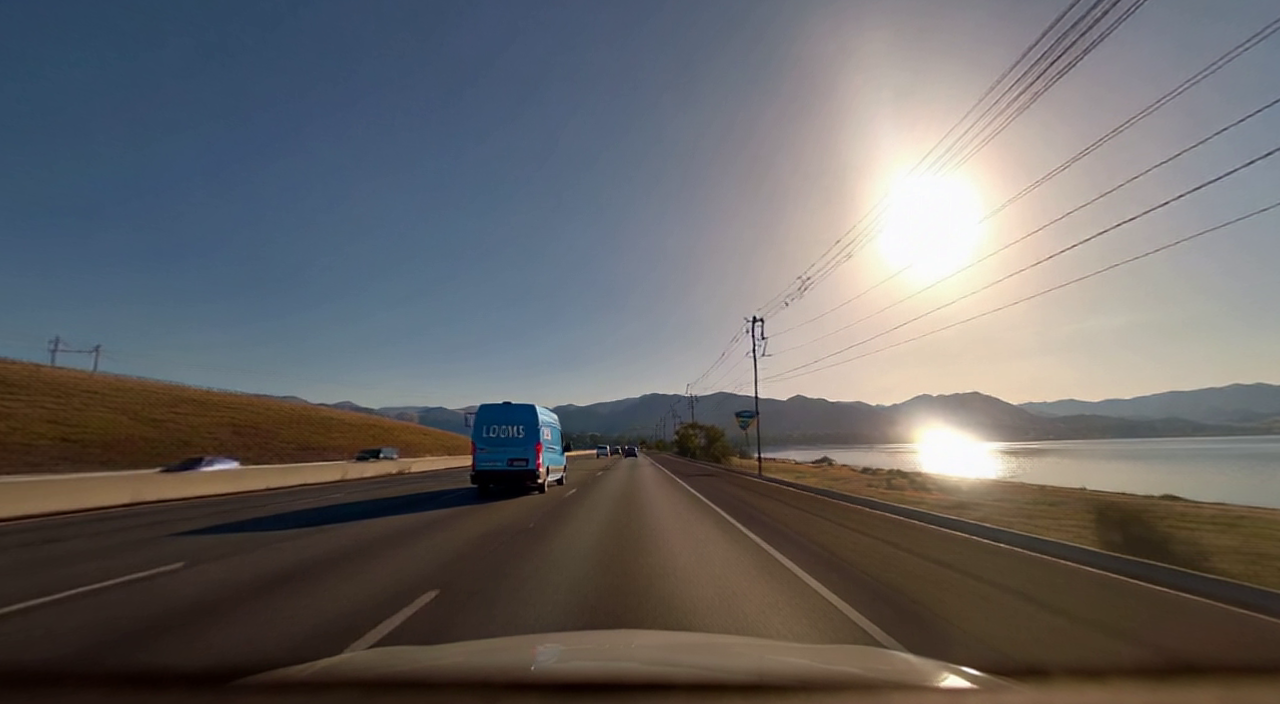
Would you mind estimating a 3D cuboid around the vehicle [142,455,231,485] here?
[{"bbox_3d":[-28.007,7.259,39.230,1.936,1.615,4.824,-1,-9,0],"label":"vehicle"}]

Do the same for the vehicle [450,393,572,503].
[{"bbox_3d":[-3.634,2.921,19.413,2.331,2.757,6.581,-1,-9,0],"label":"vehicle"}]
